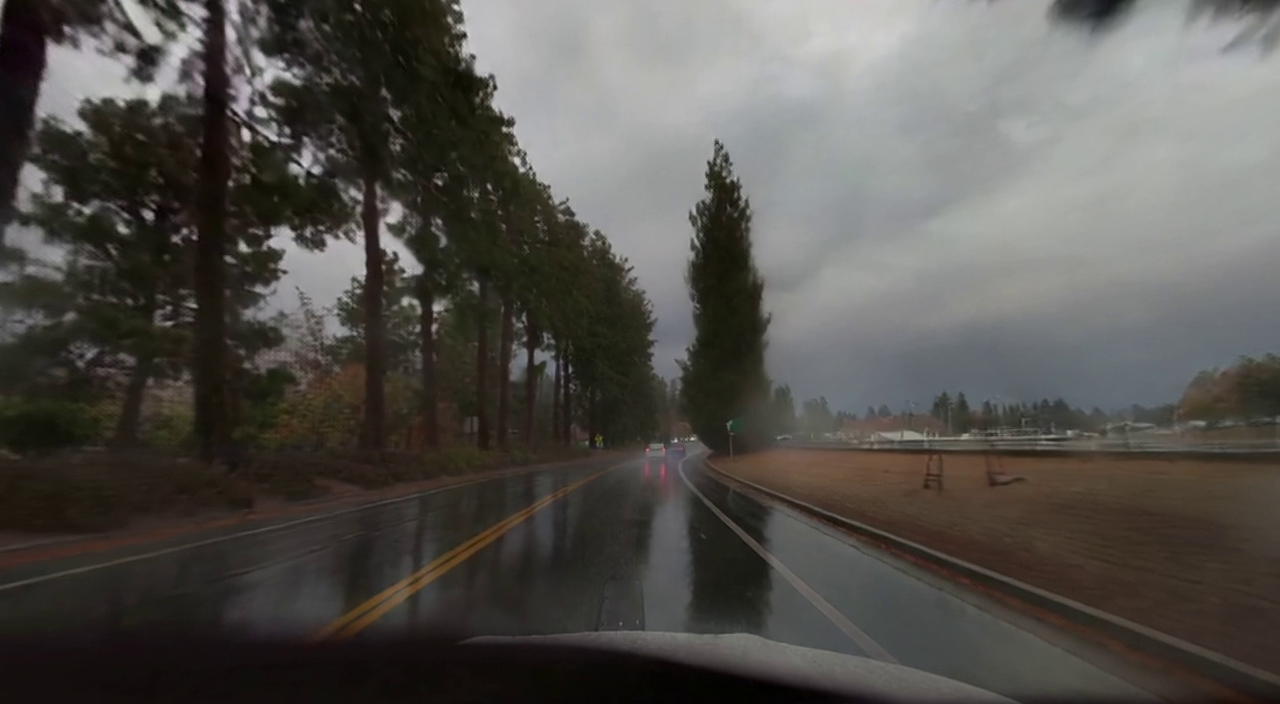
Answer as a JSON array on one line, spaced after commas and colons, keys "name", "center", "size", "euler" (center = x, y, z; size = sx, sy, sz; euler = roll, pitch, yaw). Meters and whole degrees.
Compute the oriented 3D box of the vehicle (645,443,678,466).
[{"name": "vehicle", "center": [1.511, 6.915, 42.878], "size": [2.071, 1.474, 4.047], "euler": [-1, -8, 5]}]
